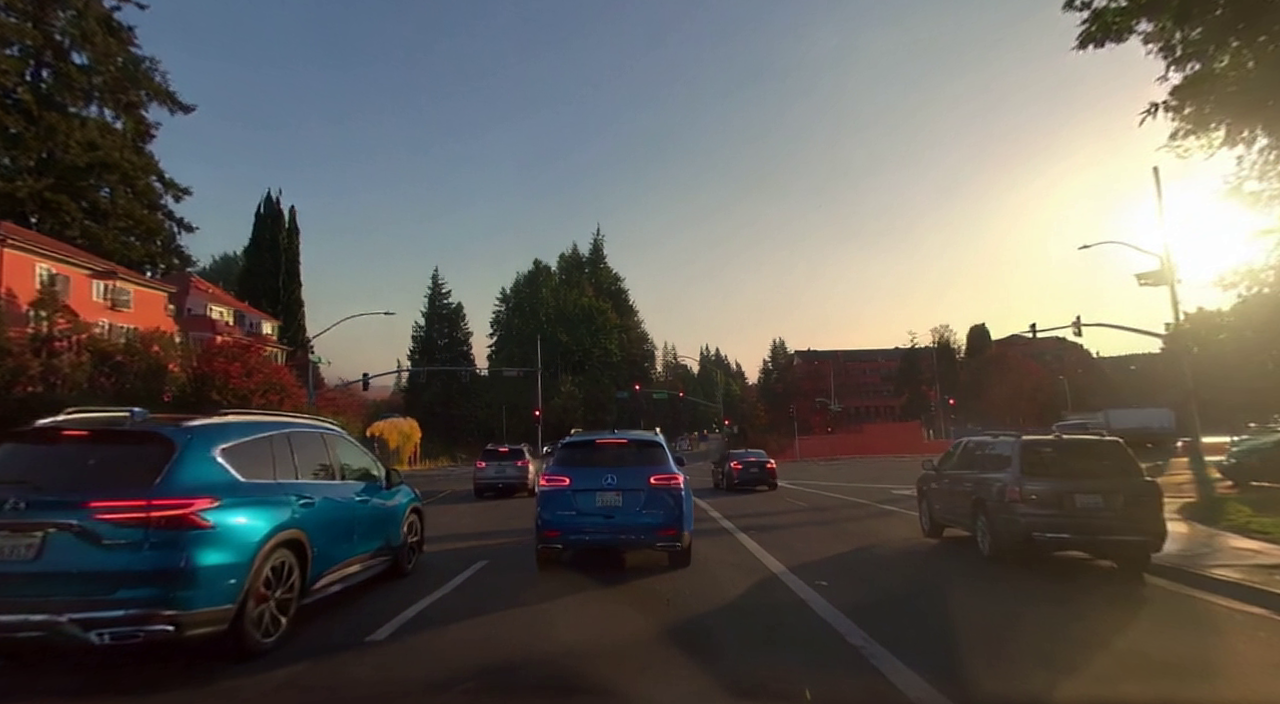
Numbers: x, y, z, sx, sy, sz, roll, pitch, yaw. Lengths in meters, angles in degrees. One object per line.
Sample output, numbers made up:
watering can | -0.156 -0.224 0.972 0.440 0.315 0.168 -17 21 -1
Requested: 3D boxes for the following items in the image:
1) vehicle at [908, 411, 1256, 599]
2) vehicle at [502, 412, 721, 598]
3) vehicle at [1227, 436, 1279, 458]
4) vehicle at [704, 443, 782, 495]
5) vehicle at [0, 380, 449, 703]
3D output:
vehicle | 5.173 1.795 8.366 2.014 1.740 4.515 -2 -9 11
vehicle | -0.198 1.728 7.960 2.022 1.700 4.084 0 -9 2
vehicle | 44.082 6.543 43.421 4.835 1.518 1.910 -4 -9 24
vehicle | 3.373 3.891 21.345 1.847 1.554 3.885 0 -9 -2
vehicle | -3.466 1.353 5.604 2.047 1.741 4.470 0 -9 1
